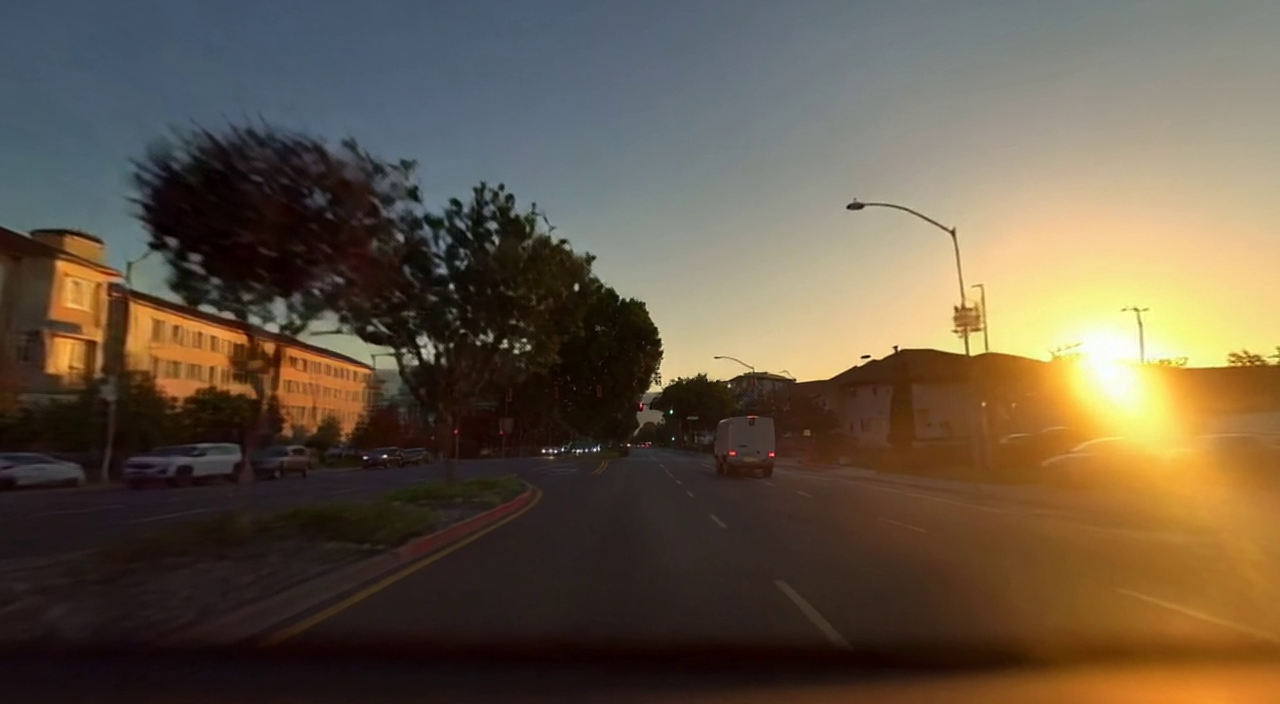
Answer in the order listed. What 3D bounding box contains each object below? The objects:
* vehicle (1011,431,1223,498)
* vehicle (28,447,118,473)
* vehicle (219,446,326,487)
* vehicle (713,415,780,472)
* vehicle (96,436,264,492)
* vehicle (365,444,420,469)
[{"bbox_3d":[12.739,3.036,17.355,2.079,1.541,4.801,0,-9,0],"label":"vehicle"},{"bbox_3d":[-37.119,7.052,41.371,1.906,1.618,4.188,0,-9,2],"label":"vehicle"},{"bbox_3d":[-15.228,4.741,26.378,1.917,1.577,3.995,0,-9,3],"label":"vehicle"},{"bbox_3d":[6.552,5.823,40.006,2.802,3.208,7.459,1,-9,-1],"label":"vehicle"},{"bbox_3d":[-18.550,4.515,25.950,2.390,1.995,5.895,0,-8,1],"label":"vehicle"},{"bbox_3d":[-18.263,7.720,46.713,2.097,1.733,4.527,0,-9,1],"label":"vehicle"}]
